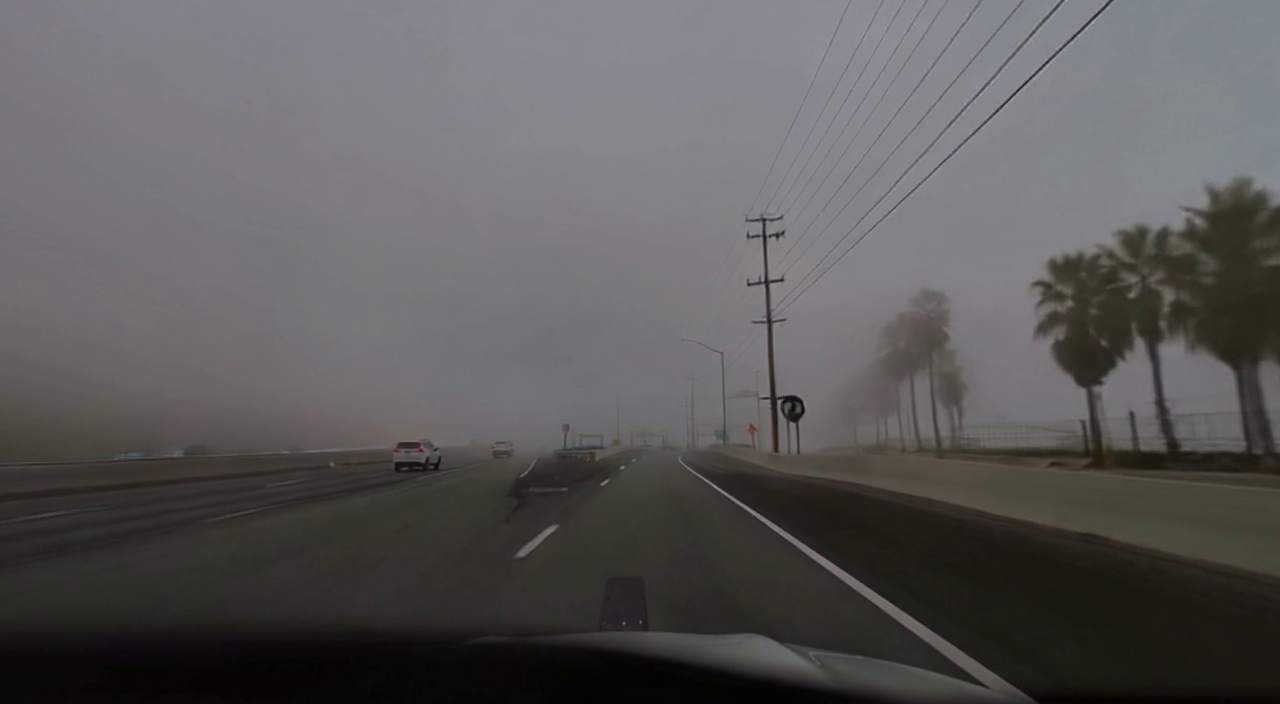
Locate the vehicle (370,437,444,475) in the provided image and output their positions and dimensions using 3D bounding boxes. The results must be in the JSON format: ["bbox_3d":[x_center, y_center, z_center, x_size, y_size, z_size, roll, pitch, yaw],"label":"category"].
[{"bbox_3d":[-10.544,4.726,28.853,2.029,1.609,3.935,0,-8,-4],"label":"vehicle"}]
